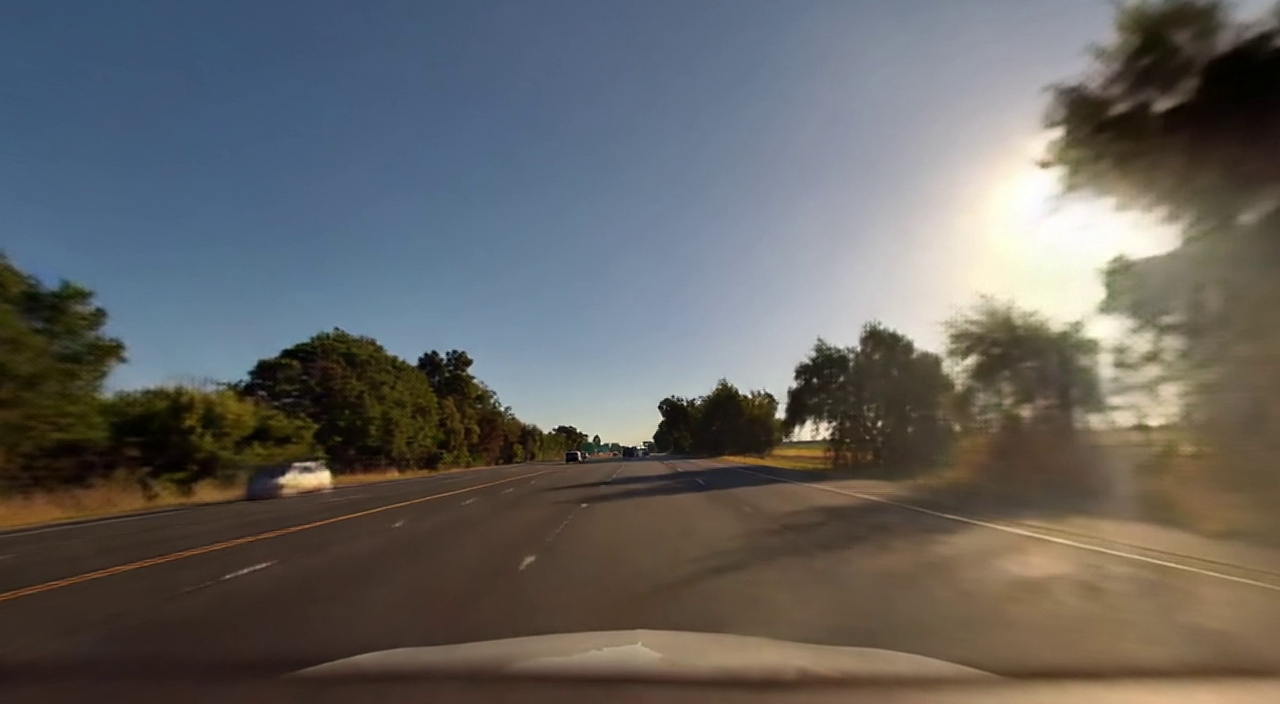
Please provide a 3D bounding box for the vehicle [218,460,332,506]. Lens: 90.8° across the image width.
[{"bbox_3d":[-14.199,5.082,24.892,1.852,1.514,4.446,0,-9,0],"label":"vehicle"}]
